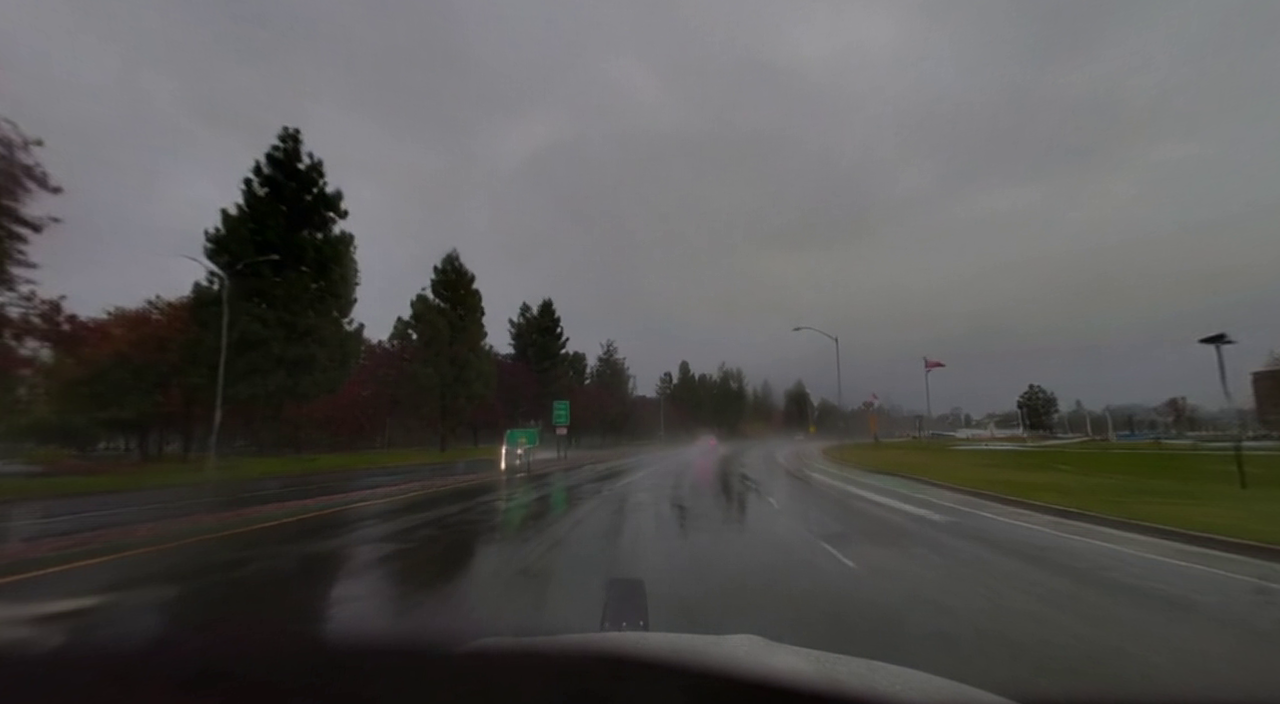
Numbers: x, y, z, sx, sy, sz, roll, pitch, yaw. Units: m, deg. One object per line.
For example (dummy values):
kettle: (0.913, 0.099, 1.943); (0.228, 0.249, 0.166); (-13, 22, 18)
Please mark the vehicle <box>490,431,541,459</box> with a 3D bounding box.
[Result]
vehicle: (-9.079, 6.858, 46.594); (2.080, 1.984, 4.778); (-2, -8, 10)
